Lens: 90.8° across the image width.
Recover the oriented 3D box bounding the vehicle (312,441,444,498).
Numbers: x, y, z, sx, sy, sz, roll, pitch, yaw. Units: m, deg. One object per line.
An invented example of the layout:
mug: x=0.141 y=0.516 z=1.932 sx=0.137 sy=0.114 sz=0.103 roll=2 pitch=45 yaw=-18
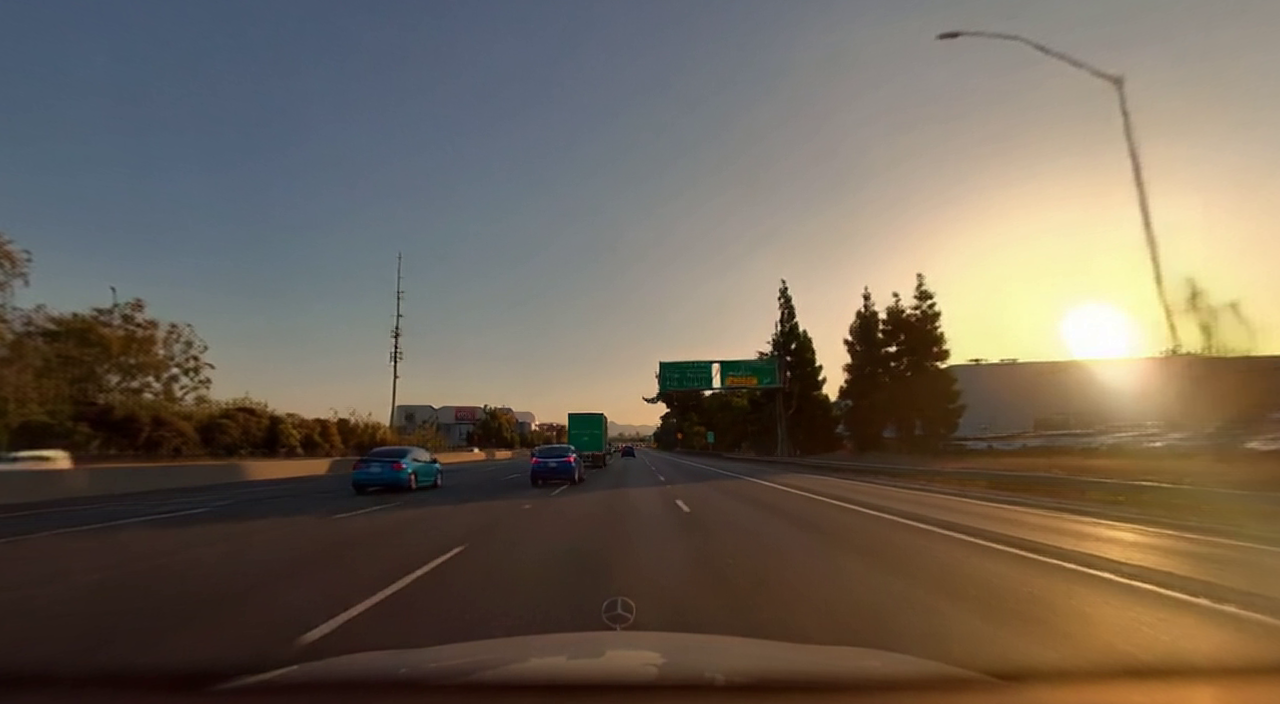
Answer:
vehicle: x=-7.635 y=3.459 z=18.983 sx=2.026 sy=1.477 sz=4.467 roll=0 pitch=-9 yaw=0

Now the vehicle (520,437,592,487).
vehicle: x=-3.028 y=4.048 z=23.575 sx=2.033 sy=1.669 sz=4.112 roll=0 pitch=-9 yaw=1
